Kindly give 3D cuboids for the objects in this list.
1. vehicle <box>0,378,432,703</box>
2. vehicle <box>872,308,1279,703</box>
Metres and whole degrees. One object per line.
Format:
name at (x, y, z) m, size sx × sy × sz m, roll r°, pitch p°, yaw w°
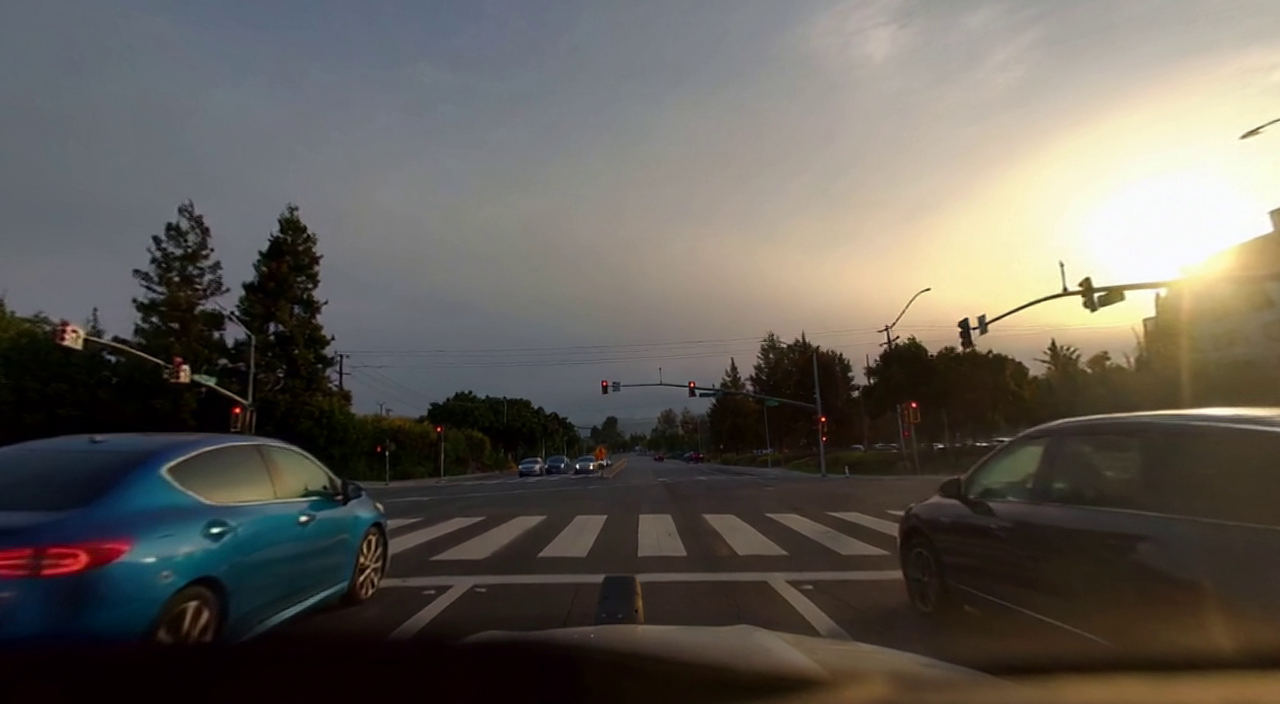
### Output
vehicle at (-3.011, 1.122, 4.107) m, size 1.969 × 1.513 × 3.773 m, roll 0°, pitch -8°, yaw 1°
vehicle at (2.873, 0.838, 2.628) m, size 2.099 × 1.671 × 4.491 m, roll 0°, pitch -8°, yaw 0°
